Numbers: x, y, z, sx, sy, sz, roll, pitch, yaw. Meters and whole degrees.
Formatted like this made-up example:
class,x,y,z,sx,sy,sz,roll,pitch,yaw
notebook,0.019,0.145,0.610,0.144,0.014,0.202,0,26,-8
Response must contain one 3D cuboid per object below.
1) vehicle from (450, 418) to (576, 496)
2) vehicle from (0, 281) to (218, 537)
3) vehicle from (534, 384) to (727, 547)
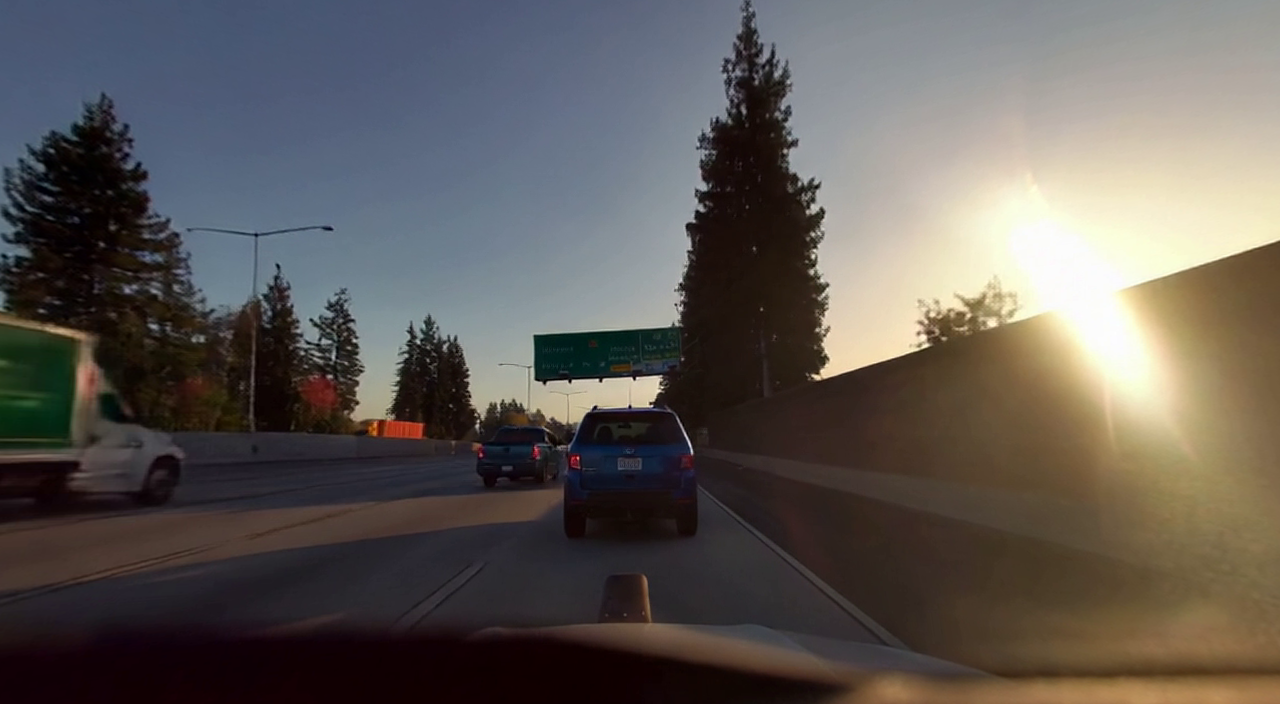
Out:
class,x,y,z,sx,sy,sz,roll,pitch,yaw
vehicle,-3.324,2.956,18.079,2.235,1.826,6.106,0,-8,1
vehicle,-10.987,0.606,7.659,3.347,3.686,12.113,0,-8,0
vehicle,-0.199,1.754,10.282,2.395,2.013,4.734,0,-8,-2
